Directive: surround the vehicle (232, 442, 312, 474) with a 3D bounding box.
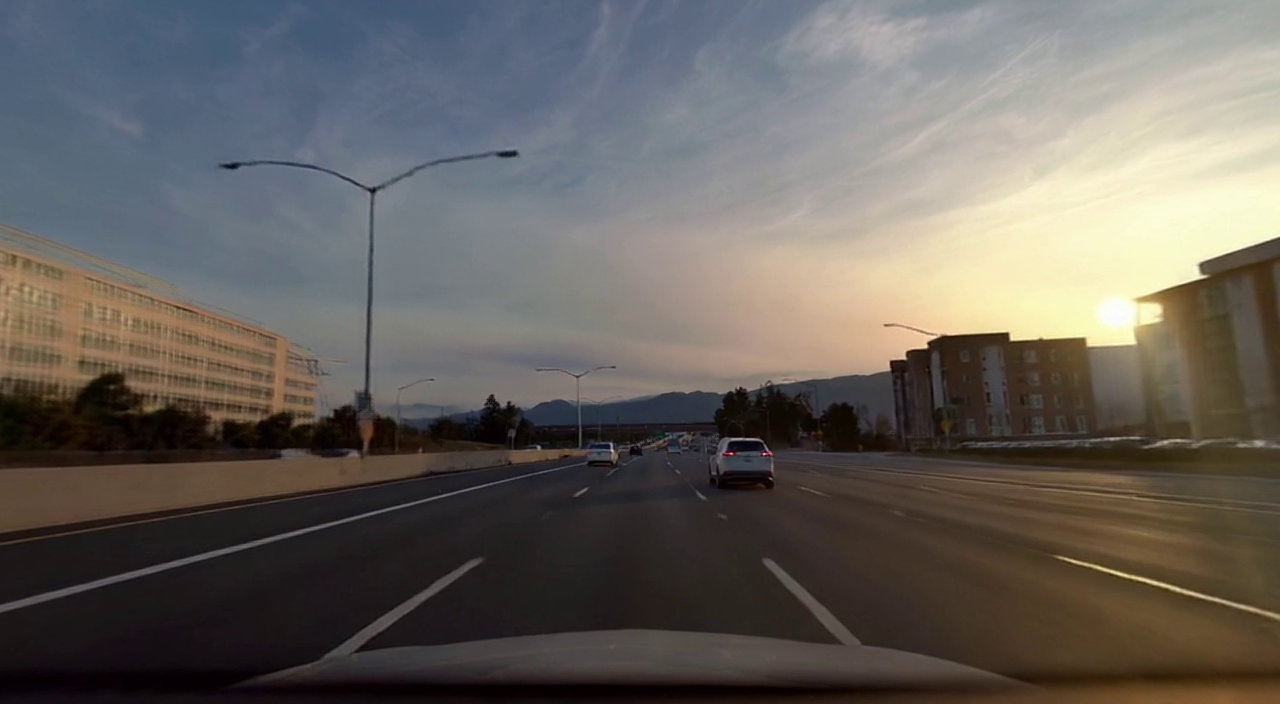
[{"bbox_3d":[-18.913,5.439,32.574,1.769,1.500,3.696,-1,-8,3],"label":"vehicle"}]

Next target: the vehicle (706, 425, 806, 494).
[{"bbox_3d":[3.402,3.266,19.559,2.148,1.852,4.835,0,-8,0],"label":"vehicle"}]

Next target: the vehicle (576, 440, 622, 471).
[{"bbox_3d":[-2.178,5.721,35.064,2.080,1.542,4.718,-1,-8,2],"label":"vehicle"}]

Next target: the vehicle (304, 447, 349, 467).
[{"bbox_3d":[-24.668,8.233,49.727,1.470,1.318,3.856,-6,-8,1],"label":"vehicle"}]
